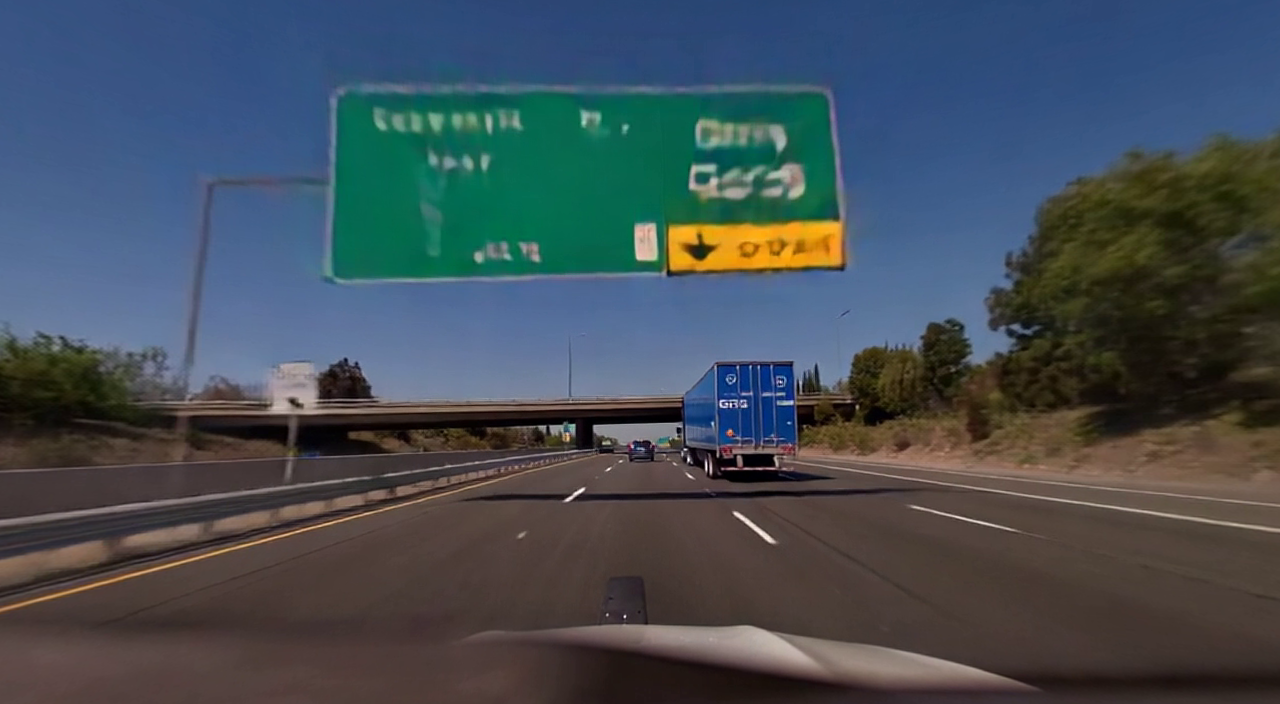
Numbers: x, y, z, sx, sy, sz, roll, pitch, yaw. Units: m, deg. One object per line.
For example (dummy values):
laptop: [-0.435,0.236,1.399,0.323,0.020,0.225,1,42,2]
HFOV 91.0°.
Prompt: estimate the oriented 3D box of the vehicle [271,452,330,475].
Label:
vehicle: [-25.847,8.487,48.149,1.906,1.611,4.648,0,-8,0]

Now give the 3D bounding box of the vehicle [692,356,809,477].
vehicle: [4.112,2.891,26.281,3.014,4.068,10.359,0,-8,0]

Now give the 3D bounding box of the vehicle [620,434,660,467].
vehicle: [0.001,5.321,34.195,2.050,1.654,4.192,0,-8,0]
